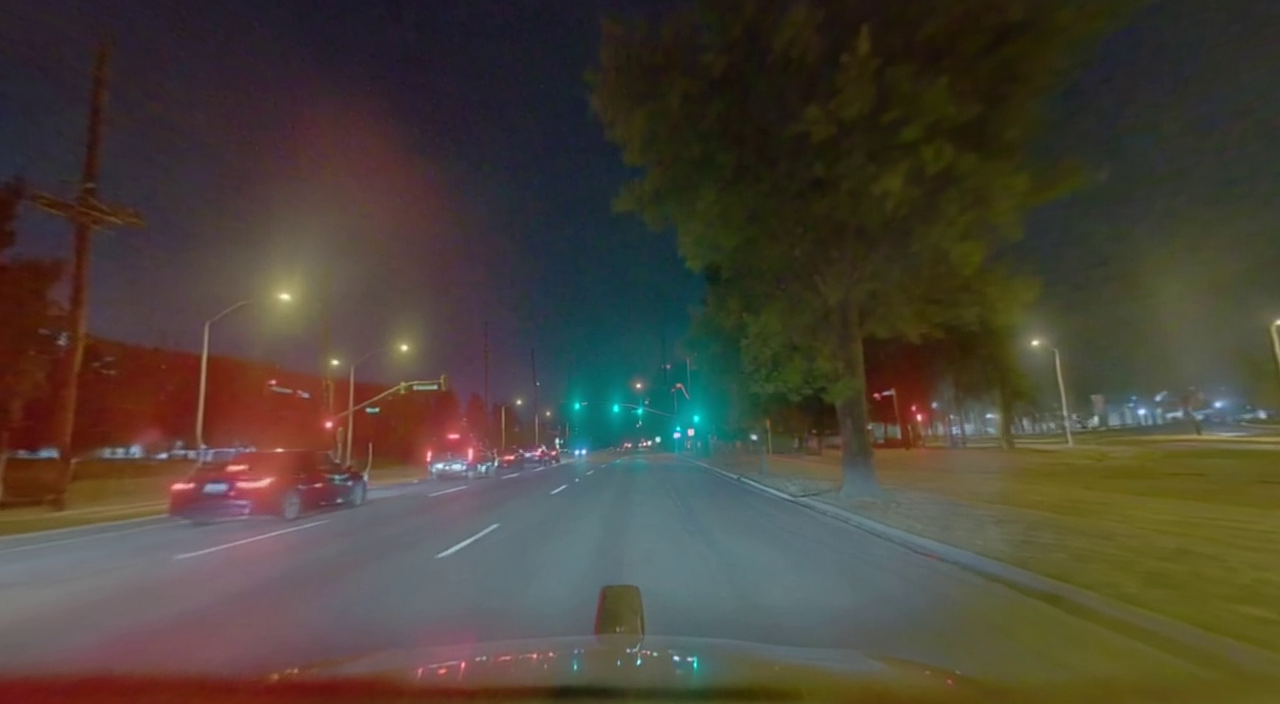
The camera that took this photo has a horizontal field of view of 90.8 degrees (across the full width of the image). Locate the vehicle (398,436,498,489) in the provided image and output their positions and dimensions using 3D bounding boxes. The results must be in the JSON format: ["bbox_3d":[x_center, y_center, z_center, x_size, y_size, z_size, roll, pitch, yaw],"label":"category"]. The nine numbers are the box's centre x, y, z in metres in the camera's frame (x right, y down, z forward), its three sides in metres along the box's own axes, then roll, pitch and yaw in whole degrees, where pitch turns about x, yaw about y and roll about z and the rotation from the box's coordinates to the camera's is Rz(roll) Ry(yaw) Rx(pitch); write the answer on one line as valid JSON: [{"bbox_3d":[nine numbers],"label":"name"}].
[{"bbox_3d":[-7.013,4.083,23.728,2.101,1.768,5.040,0,-8,1],"label":"vehicle"}]

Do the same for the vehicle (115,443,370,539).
[{"bbox_3d":[-7.083,2.473,11.990,2.008,1.456,4.409,0,-8,-1],"label":"vehicle"}]

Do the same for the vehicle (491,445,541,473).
[{"bbox_3d":[-6.978,6.037,35.961,1.854,1.481,4.518,-1,-8,1],"label":"vehicle"}]
